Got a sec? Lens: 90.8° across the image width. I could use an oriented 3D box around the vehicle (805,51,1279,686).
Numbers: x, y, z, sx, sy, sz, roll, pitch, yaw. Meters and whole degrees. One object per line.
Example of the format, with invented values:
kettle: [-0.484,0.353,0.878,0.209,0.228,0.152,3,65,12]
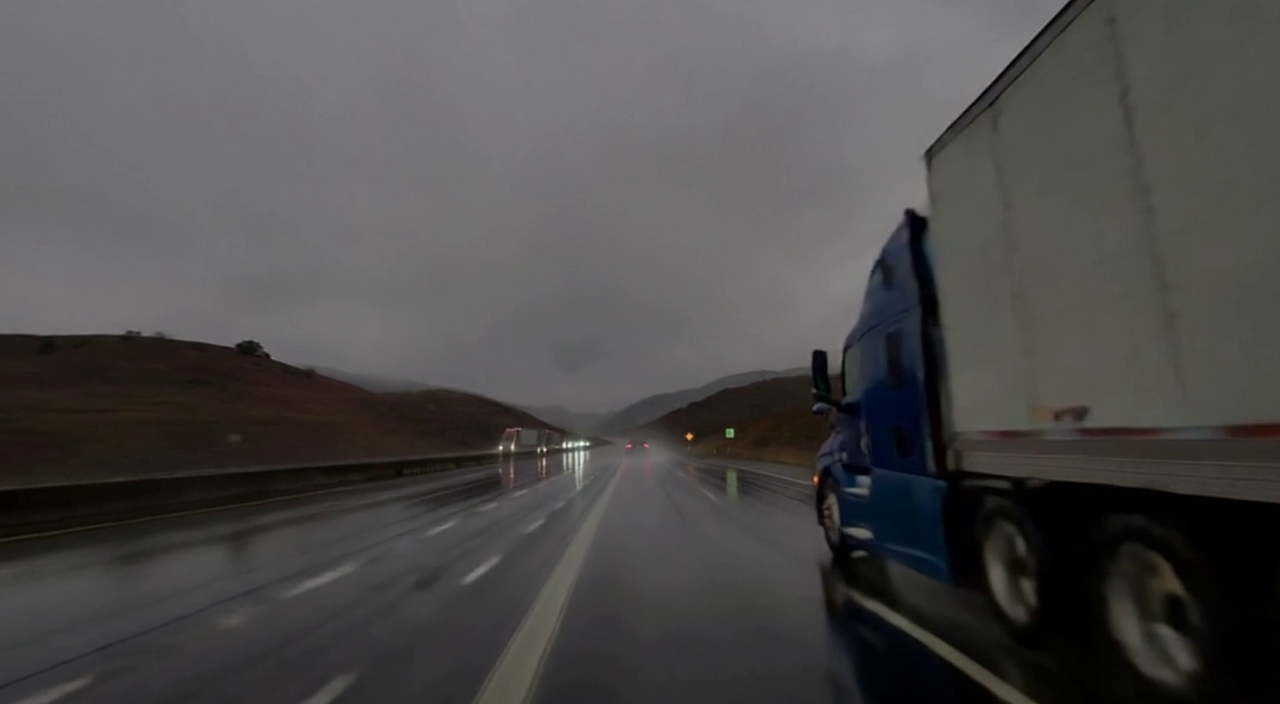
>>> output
vehicle: [4.164,0.308,6.310,3.568,3.906,4.895,-1,-9,0]
